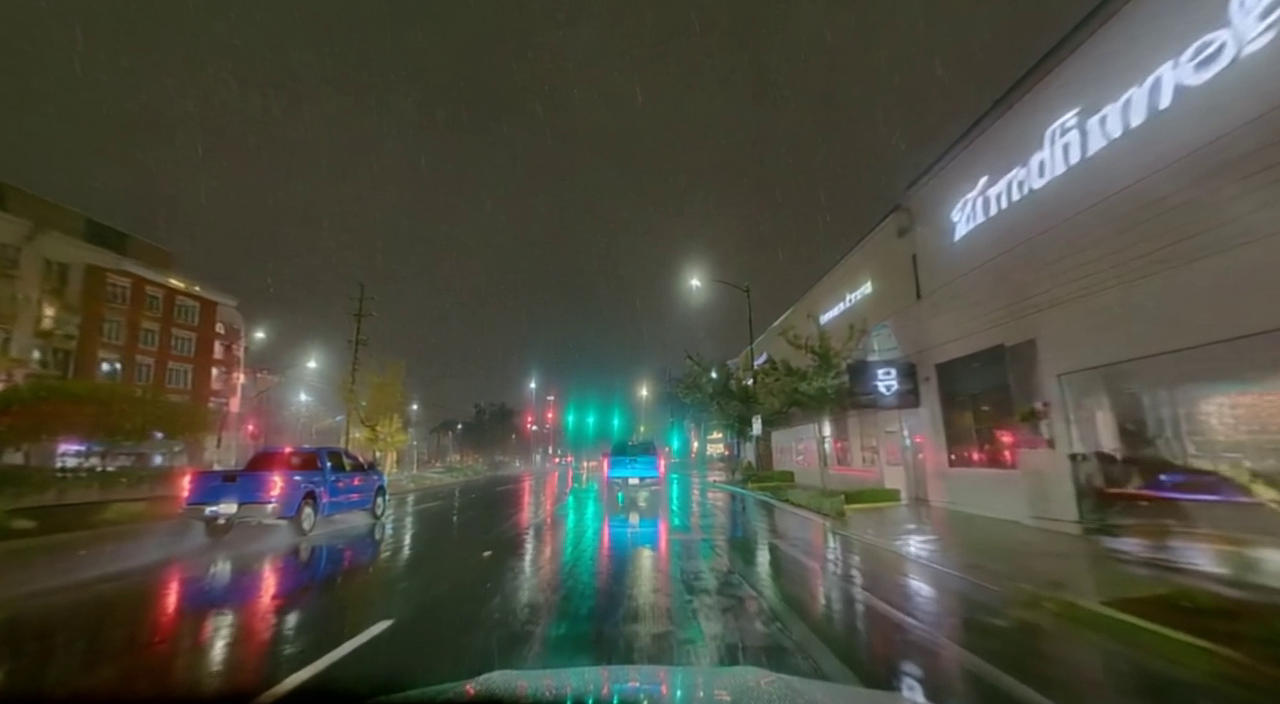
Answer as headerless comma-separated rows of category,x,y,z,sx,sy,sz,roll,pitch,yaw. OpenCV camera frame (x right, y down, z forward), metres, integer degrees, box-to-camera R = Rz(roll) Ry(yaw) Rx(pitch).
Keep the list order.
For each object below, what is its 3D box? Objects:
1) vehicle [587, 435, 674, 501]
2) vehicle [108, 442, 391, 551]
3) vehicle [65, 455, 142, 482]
vehicle,-0.324,3.933,21.916,2.590,1.932,5.776,0,-9,-1
vehicle,-6.147,2.283,10.789,1.888,1.424,4.553,0,-9,1
vehicle,-34.300,7.448,40.354,4.460,1.443,1.918,-7,-9,24
